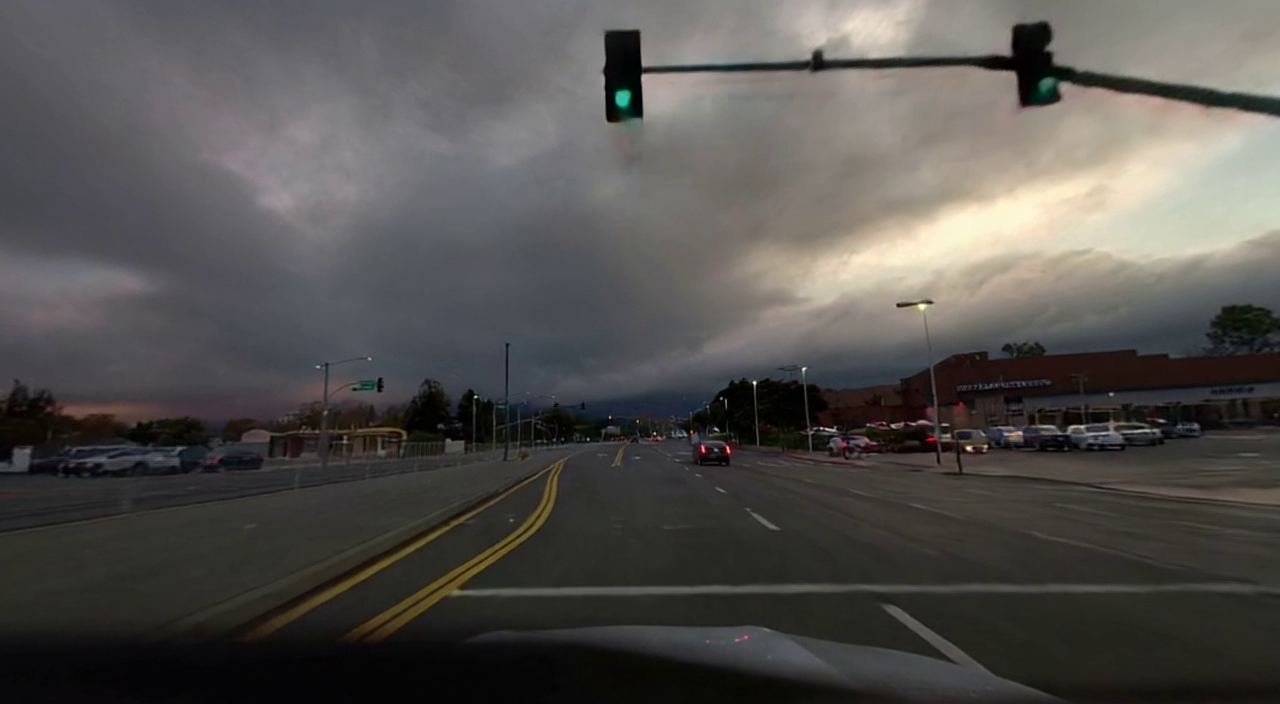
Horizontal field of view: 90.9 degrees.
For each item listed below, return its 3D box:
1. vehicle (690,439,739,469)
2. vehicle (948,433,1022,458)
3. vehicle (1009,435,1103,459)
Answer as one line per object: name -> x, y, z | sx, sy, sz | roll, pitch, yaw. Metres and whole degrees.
vehicle -> 3.972, 5.527, 34.291 | 2.038, 1.528, 4.259 | 0, -8, -1
vehicle -> 26.386, 7.138, 48.269 | 4.544, 1.474, 1.772 | -4, -7, -5
vehicle -> 26.693, 6.097, 40.488 | 4.691, 1.436, 1.988 | 0, -8, -4
